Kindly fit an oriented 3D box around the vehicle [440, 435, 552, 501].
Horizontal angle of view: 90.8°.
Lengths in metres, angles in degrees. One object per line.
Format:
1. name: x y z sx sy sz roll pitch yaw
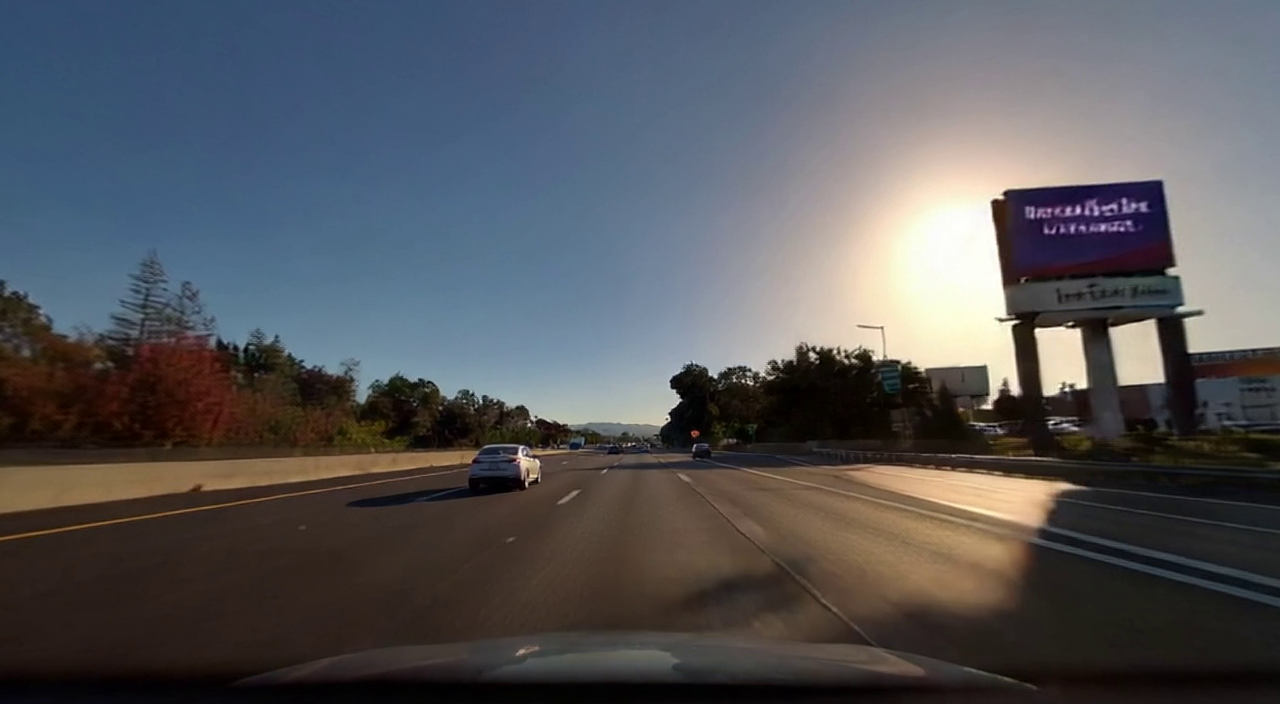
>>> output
1. vehicle: -3.647 3.011 16.866 1.939 1.508 4.272 0 -8 1
